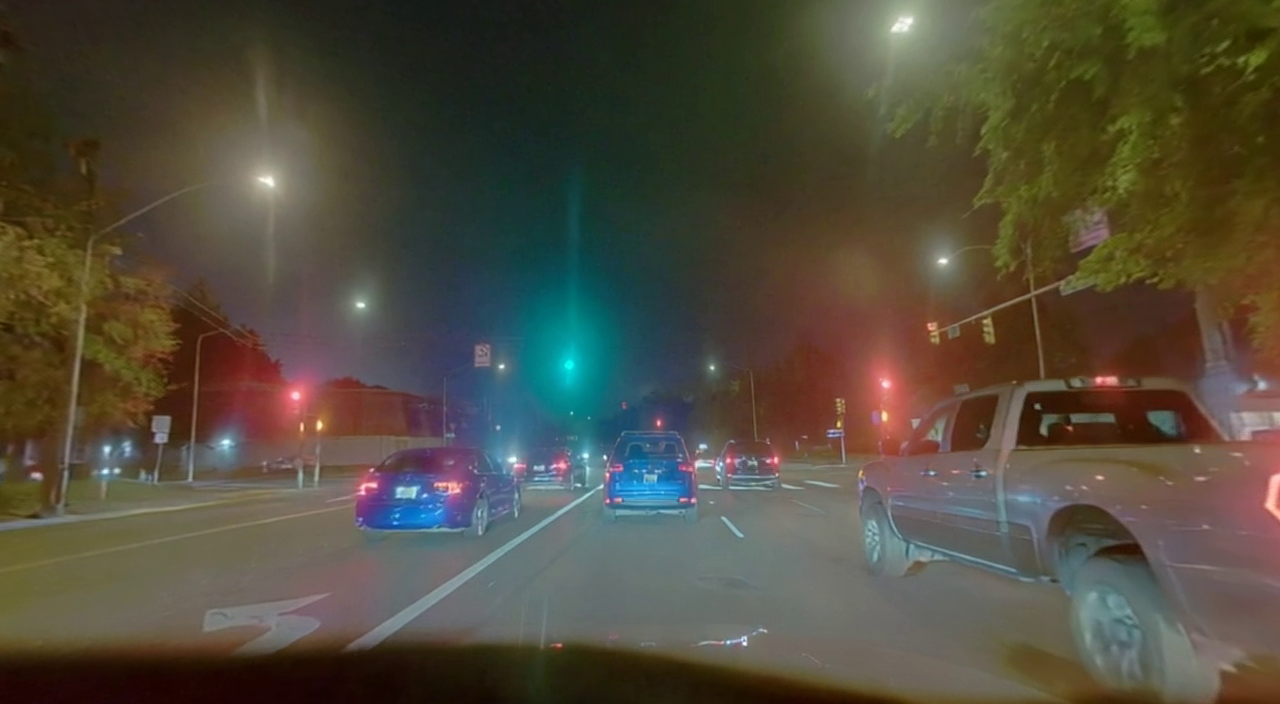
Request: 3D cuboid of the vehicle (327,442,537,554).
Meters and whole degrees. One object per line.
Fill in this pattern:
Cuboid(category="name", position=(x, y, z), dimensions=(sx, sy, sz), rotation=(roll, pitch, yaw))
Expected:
Cuboid(category="vehicle", position=(-3.181, 2.310, 10.878), dimensions=(1.909, 1.476, 4.751), rotation=(0, -8, 1))

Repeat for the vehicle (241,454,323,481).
Cuboid(category="vehicle", position=(-26.704, 8.675, 47.164), dimensions=(4.606, 1.867, 2.226), rotation=(0, -14, 2))

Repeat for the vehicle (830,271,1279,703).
Cuboid(category="vehicle", position=(3.463, 1.005, 4.366), dimensions=(2.571, 1.857, 5.841), rotation=(0, -8, 1))

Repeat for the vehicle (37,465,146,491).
Cuboid(category="vehicle", position=(-36.293, 8.347, 41.848), dimensions=(5.100, 1.533, 2.032), rotation=(1, -8, -5))

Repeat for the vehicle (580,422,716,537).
Cuboid(category="vehicle", position=(0.159, 2.288, 11.874), dimensions=(2.113, 1.768, 3.901), rotation=(0, -8, 1))

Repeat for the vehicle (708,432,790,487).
Cuboid(category="vehicle", position=(4.130, 4.190, 24.934), dimensions=(2.408, 1.908, 5.355), rotation=(0, -8, 1))
